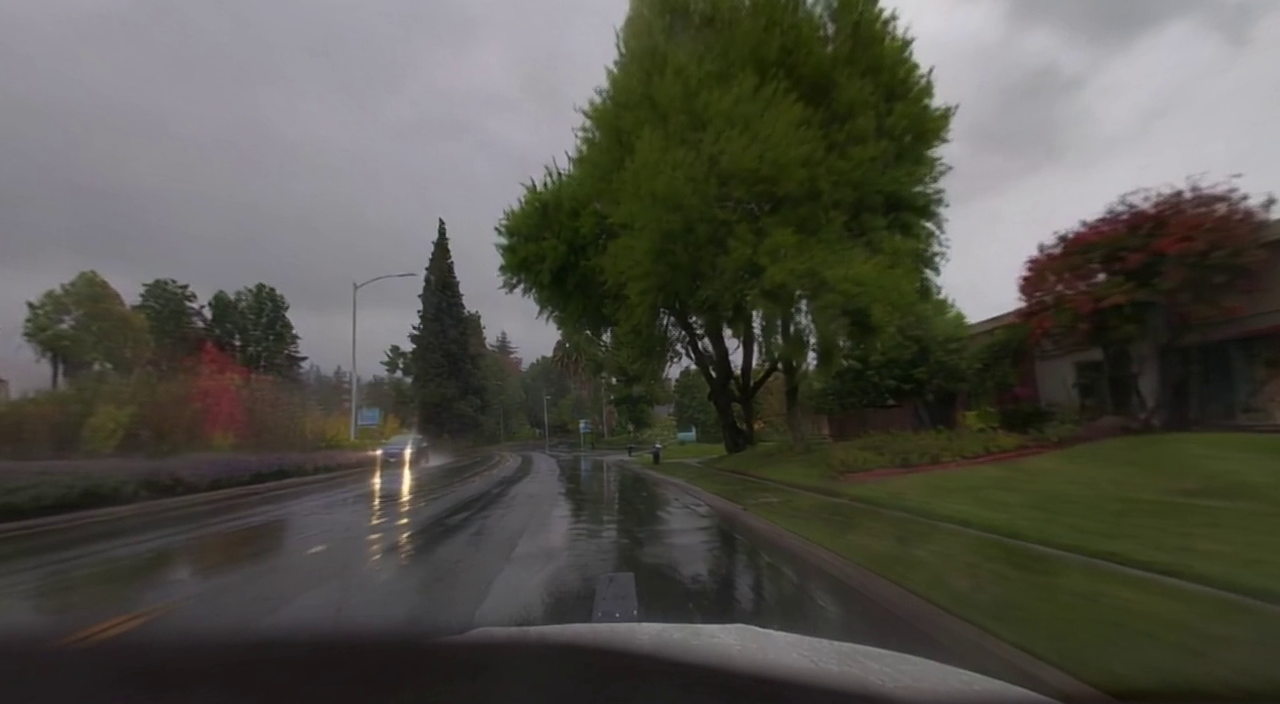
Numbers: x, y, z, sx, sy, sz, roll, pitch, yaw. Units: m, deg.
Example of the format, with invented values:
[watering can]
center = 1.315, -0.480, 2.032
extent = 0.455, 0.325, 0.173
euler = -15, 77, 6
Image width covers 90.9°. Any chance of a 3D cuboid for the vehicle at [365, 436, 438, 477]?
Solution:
[vehicle]
center = -9.387, 4.104, 25.091
extent = 1.912, 1.500, 3.772
euler = 1, -8, -8
